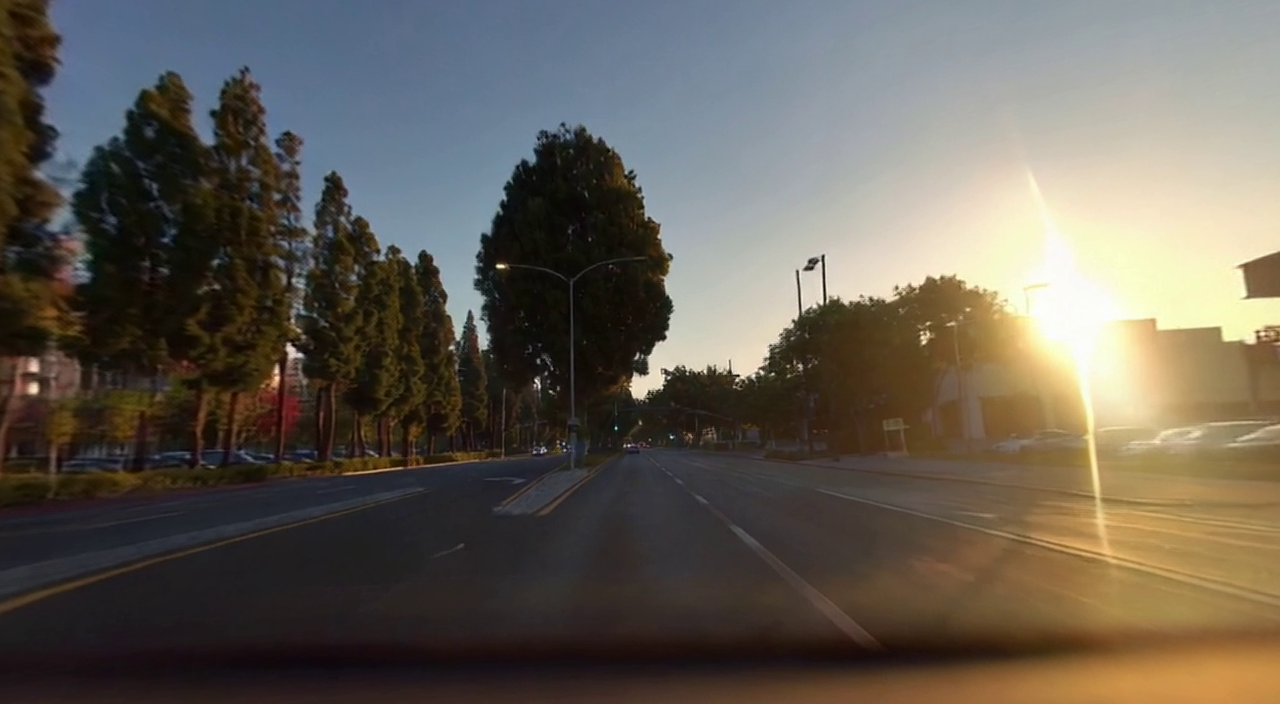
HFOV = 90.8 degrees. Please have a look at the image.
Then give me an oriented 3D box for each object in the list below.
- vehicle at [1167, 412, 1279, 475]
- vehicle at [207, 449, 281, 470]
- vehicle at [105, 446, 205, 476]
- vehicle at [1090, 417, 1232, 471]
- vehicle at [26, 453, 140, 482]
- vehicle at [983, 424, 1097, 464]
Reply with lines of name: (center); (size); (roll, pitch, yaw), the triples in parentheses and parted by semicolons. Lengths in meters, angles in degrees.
vehicle: (17.928, 2.693, 18.618); (4.095, 1.657, 2.177); (4, -10, -29)
vehicle: (-29.957, 8.130, 47.853); (4.293, 1.524, 1.850); (0, -9, 1)
vehicle: (-30.182, 6.777, 39.428); (4.528, 1.695, 1.945); (-1, -9, -4)
vehicle: (17.556, 3.100, 21.262); (4.511, 1.644, 2.066); (5, -10, -30)
vehicle: (-30.269, 6.271, 34.419); (4.401, 1.460, 1.825); (0, -9, -1)
vehicle: (17.654, 4.072, 27.896); (4.638, 1.648, 1.887); (4, -9, -24)
